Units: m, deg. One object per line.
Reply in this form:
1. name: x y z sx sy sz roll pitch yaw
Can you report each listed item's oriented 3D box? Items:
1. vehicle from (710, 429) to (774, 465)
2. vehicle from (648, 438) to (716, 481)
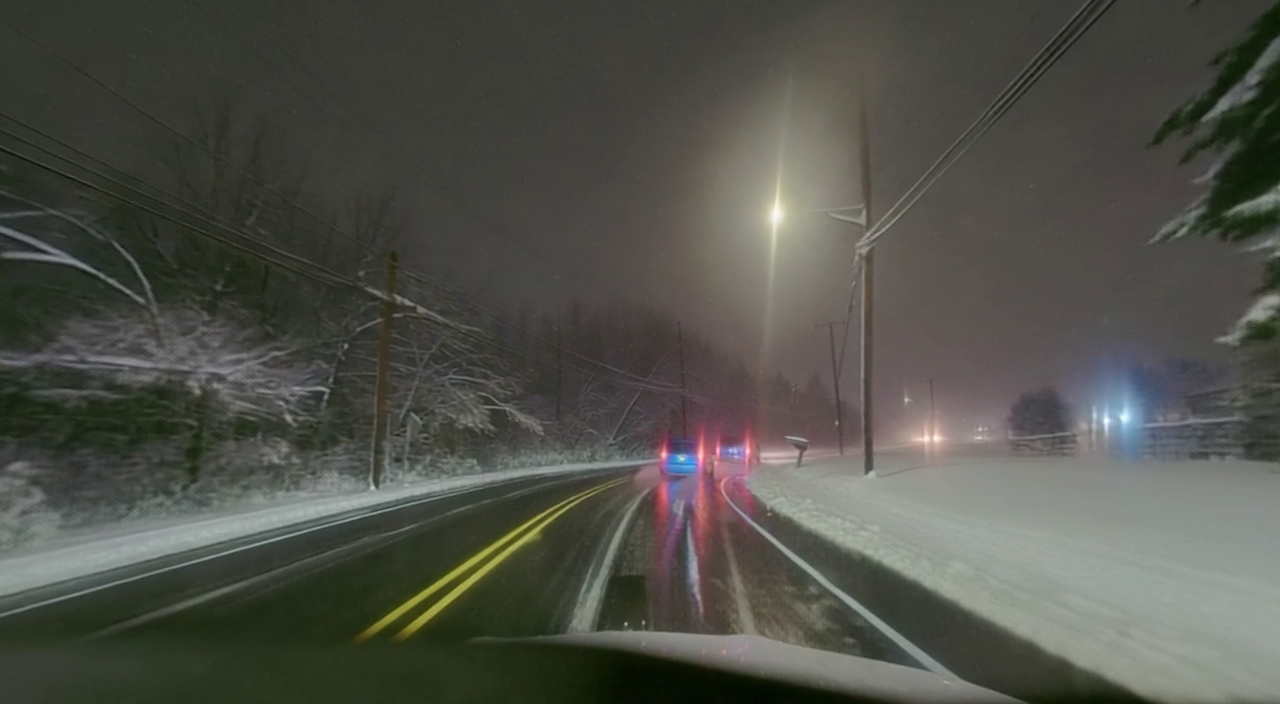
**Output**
1. vehicle: 6.676 6.114 40.586 2.376 2.145 5.953 -4 -9 25
2. vehicle: 1.788 4.249 25.165 2.157 1.565 4.243 -2 -9 11
